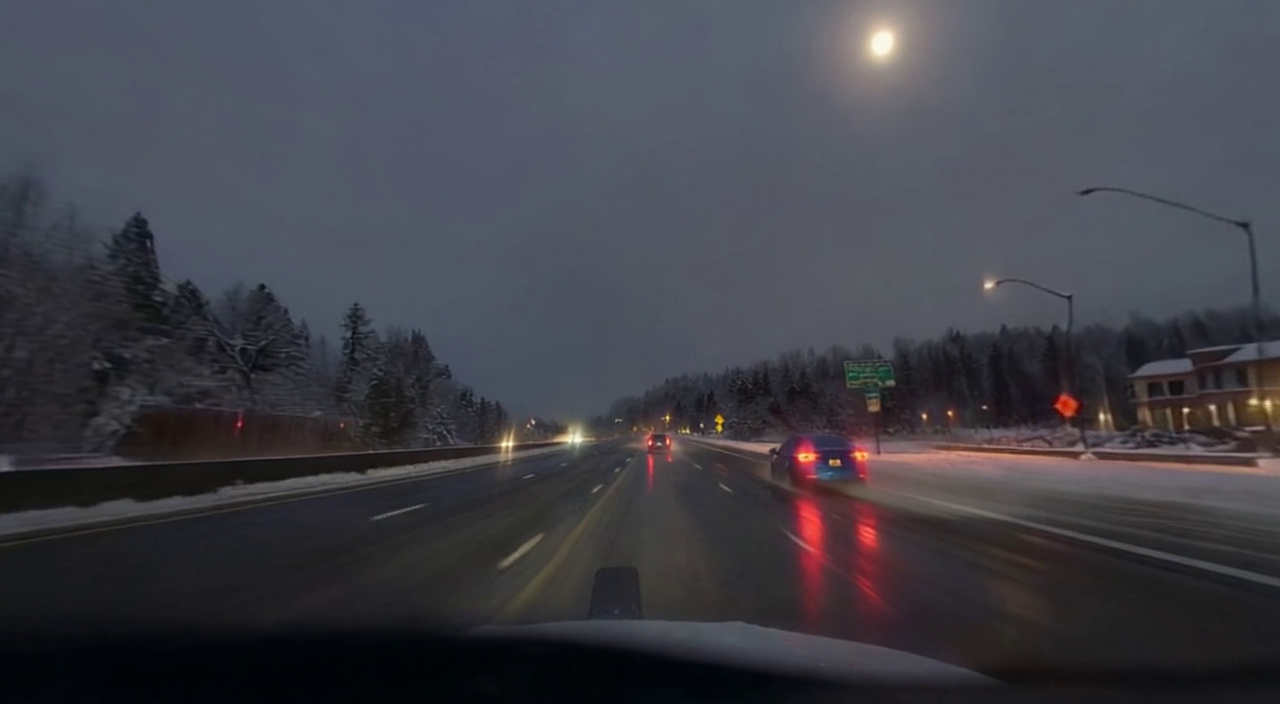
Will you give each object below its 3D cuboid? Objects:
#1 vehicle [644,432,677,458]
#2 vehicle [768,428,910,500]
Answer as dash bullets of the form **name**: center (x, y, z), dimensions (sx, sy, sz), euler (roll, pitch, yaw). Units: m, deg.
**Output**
- **vehicle**: center (1.368, 6.480, 43.940), dimensions (2.127, 1.692, 4.382), euler (0, -9, 0)
- **vehicle**: center (4.709, 2.731, 15.787), dimensions (2.029, 1.528, 4.644), euler (0, -9, 0)
